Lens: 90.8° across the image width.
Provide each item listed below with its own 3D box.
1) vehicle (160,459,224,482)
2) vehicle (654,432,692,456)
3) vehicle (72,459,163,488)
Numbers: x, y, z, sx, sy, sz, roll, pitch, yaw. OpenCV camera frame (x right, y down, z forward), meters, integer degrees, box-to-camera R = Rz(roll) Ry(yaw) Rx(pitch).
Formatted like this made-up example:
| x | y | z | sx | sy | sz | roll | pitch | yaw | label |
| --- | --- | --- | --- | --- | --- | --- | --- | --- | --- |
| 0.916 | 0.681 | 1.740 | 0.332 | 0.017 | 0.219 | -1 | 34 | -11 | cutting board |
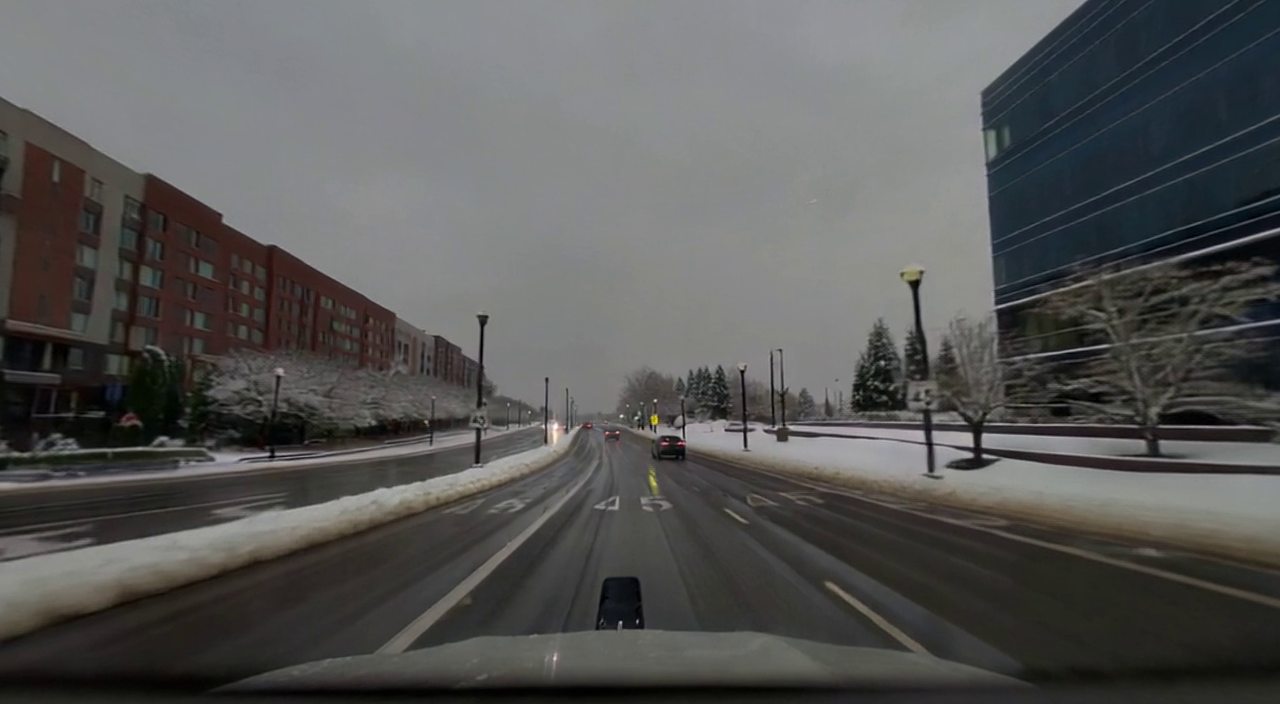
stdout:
| x | y | z | sx | sy | sz | roll | pitch | yaw | label |
| --- | --- | --- | --- | --- | --- | --- | --- | --- | --- |
| -29.625 | 7.810 | 41.898 | 1.655 | 1.389 | 3.364 | 0 | -9 | 3 | vehicle |
| 2.148 | 6.233 | 42.818 | 2.090 | 1.506 | 4.382 | 0 | -8 | -3 | vehicle |
| -29.596 | 6.863 | 35.931 | 1.764 | 1.476 | 4.121 | 0 | -9 | -3 | vehicle |
